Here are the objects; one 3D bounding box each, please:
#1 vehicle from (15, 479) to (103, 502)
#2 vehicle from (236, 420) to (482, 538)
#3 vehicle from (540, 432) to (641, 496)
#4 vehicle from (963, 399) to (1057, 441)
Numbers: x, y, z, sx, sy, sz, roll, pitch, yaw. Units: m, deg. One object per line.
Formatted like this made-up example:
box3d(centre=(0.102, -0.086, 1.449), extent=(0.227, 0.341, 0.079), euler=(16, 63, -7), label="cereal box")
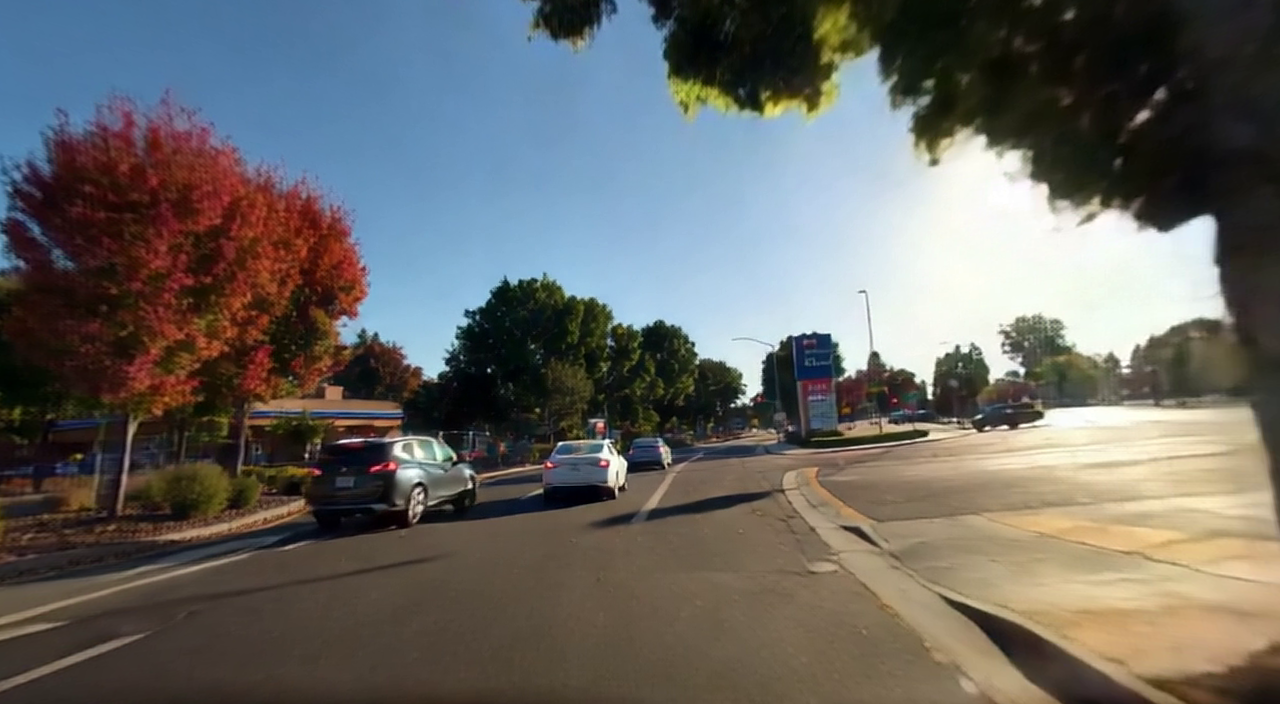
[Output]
box3d(centre=(-40.964, 9.768, 44.412), extent=(4.384, 1.490, 2.031), euler=(-1, -10, 6), label="vehicle")
box3d(centre=(-4.954, 2.306, 12.096), extent=(2.102, 1.774, 4.662), euler=(-1, -9, 7), label="vehicle")
box3d(centre=(-1.260, 3.114, 17.855), extent=(2.060, 1.580, 3.980), euler=(-1, -9, 8), label="vehicle")
box3d(centre=(21.552, 4.085, 37.023), extent=(2.322, 2.152, 5.668), euler=(-2, -8, 4), label="vehicle")
